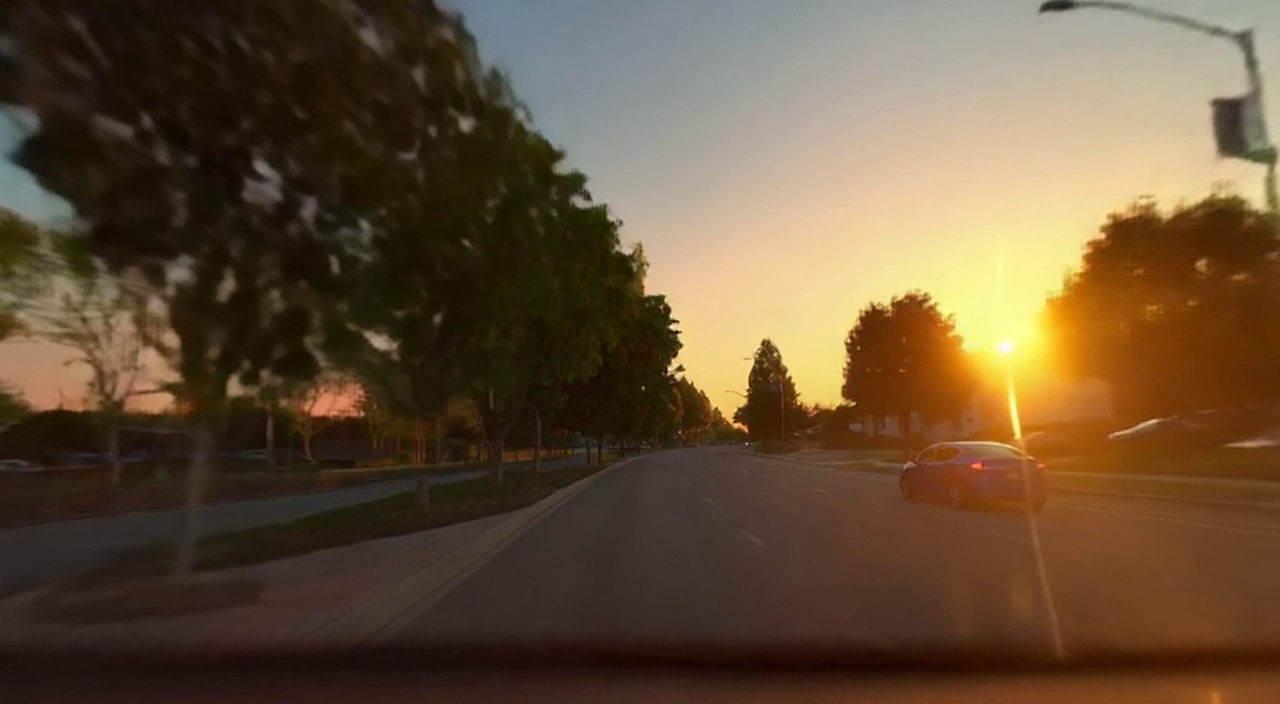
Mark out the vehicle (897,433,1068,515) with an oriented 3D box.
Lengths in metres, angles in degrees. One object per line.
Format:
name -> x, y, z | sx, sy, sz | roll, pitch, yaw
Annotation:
vehicle -> 7.230, 2.584, 13.787 | 1.797, 1.518, 3.433 | 0, -9, 0
